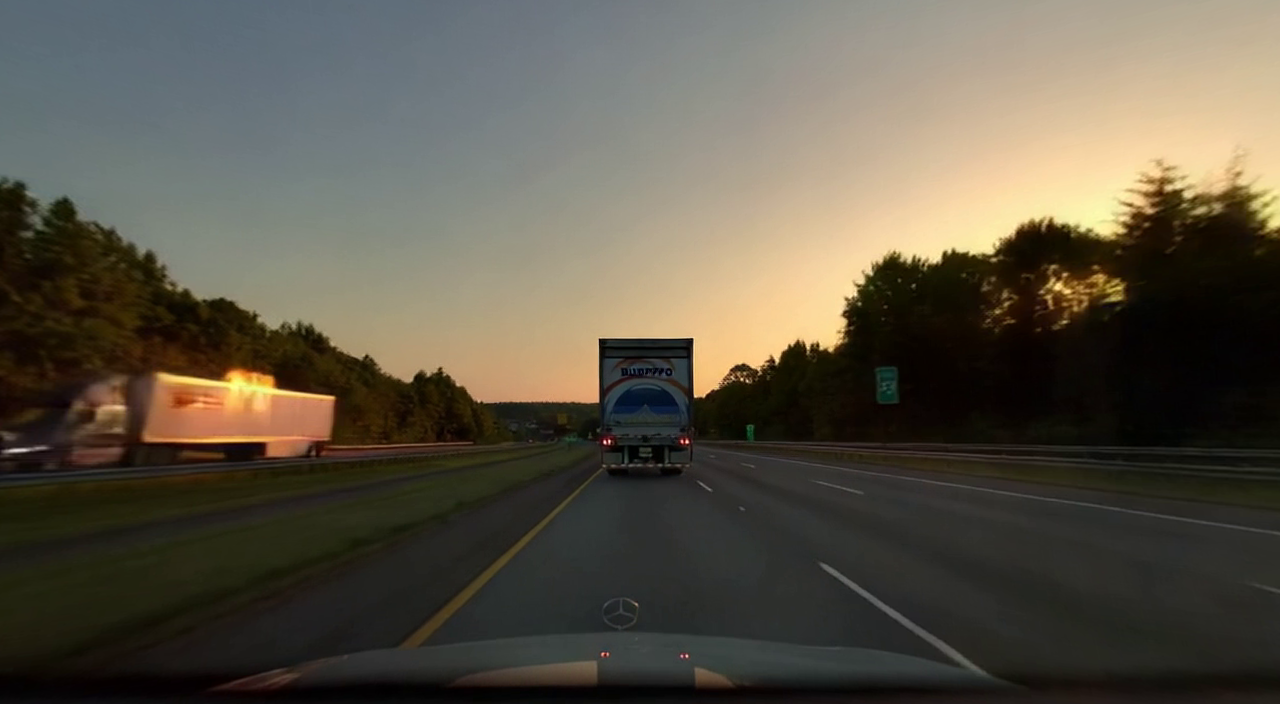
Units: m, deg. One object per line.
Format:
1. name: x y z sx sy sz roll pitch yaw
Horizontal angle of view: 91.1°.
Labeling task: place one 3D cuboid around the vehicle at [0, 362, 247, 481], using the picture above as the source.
1. vehicle: -15.078 2.109 18.443 2.644 2.823 6.810 0 -8 0

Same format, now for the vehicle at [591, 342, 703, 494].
1. vehicle: 0.086 2.260 20.578 2.870 3.911 8.697 0 -8 -1
